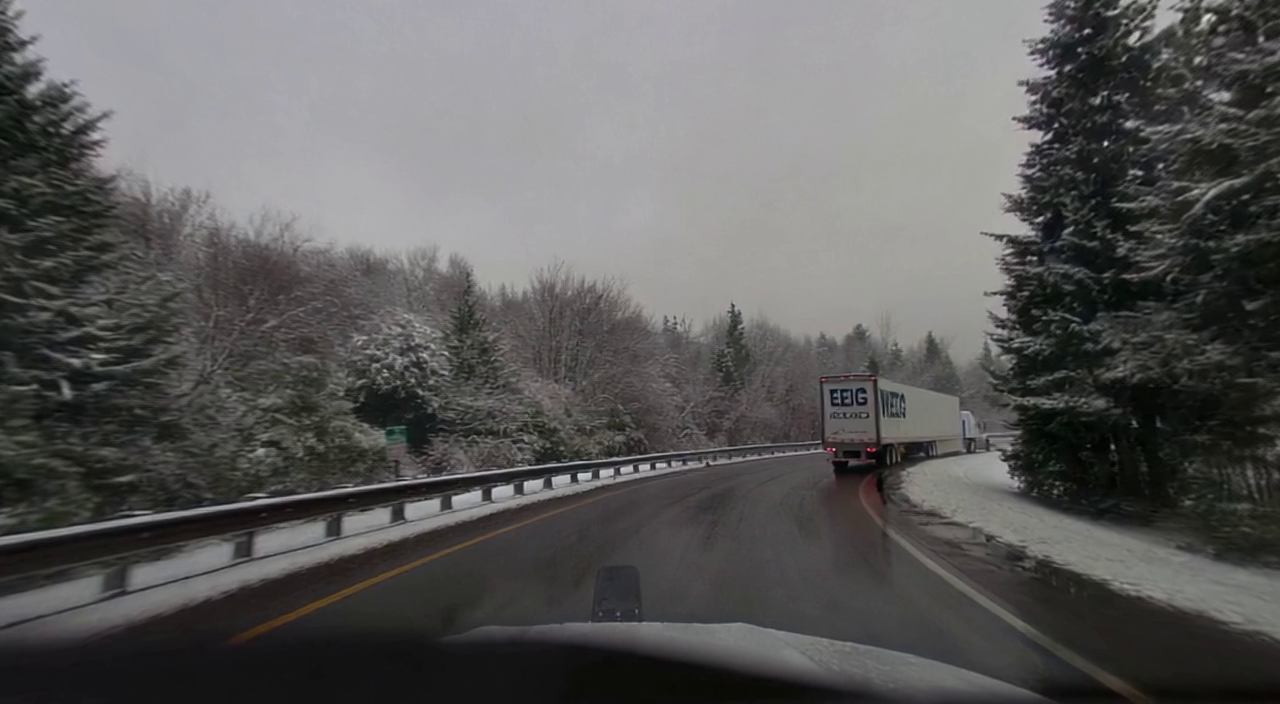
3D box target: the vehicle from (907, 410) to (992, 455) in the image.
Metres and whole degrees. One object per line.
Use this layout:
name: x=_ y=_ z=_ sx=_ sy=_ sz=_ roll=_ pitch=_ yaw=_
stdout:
vehicle: x=19.093 y=4.946 z=38.594 sx=6.650 sy=2.524 sz=2.120 roll=7 pitch=-10 yaw=-41

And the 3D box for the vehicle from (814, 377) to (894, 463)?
vehicle: x=10.153 y=3.270 z=29.729 sx=2.963 sy=3.771 sz=3.137 roll=-4 pitch=-9 yaw=29
